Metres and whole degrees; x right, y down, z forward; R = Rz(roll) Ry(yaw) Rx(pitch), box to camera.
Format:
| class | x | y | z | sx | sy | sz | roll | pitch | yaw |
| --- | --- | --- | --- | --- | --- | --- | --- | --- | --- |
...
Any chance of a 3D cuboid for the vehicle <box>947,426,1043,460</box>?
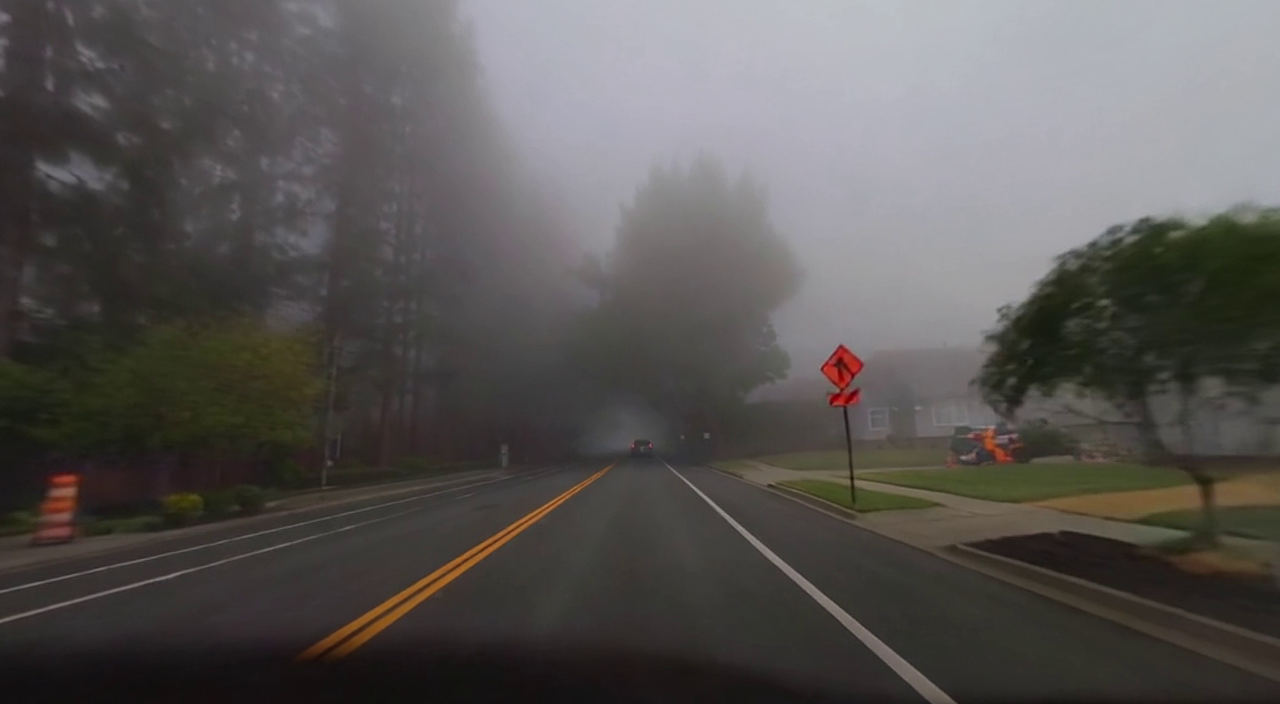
| class | x | y | z | sx | sy | sz | roll | pitch | yaw |
| --- | --- | --- | --- | --- | --- | --- | --- | --- | --- |
| vehicle | 16.933 | 4.351 | 30.202 | 3.462 | 1.576 | 1.863 | 1 | -8 | -4 |
